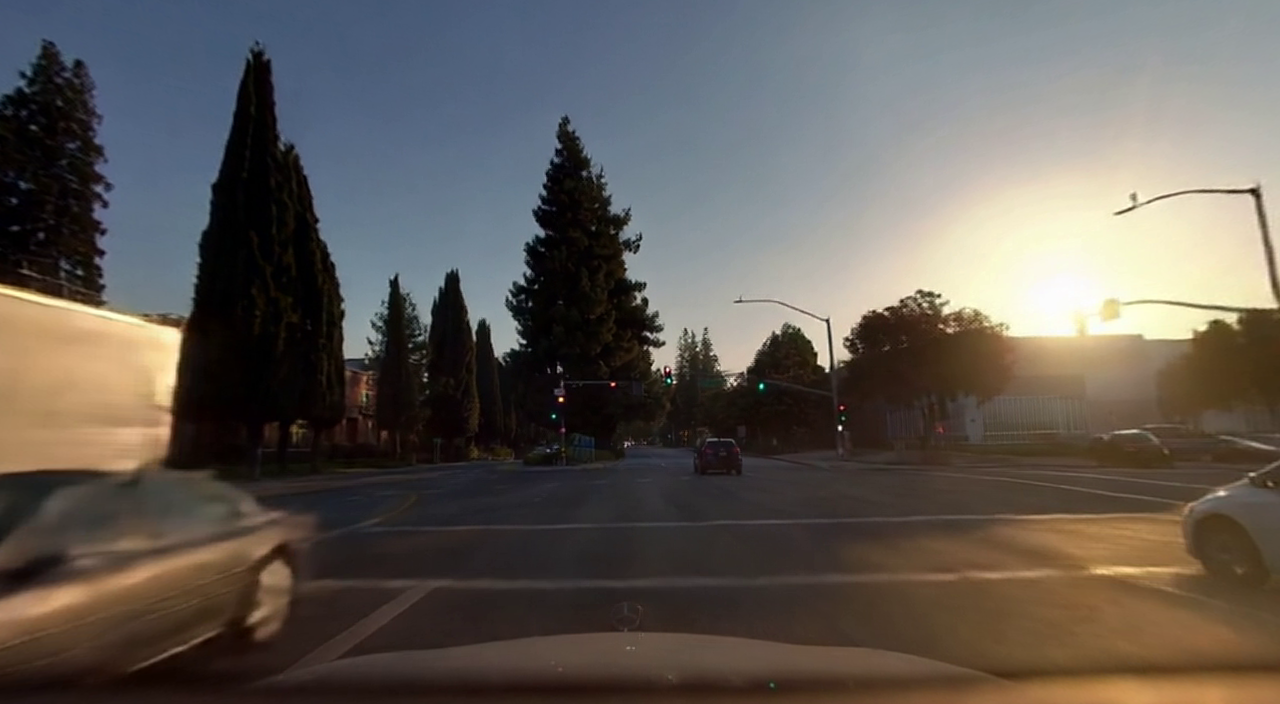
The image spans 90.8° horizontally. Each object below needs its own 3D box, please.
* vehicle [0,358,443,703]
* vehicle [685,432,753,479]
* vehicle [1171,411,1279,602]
[{"bbox_3d":[-3.511,1.192,4.675,2.012,1.653,6.295,0,-9,1],"label":"vehicle"},{"bbox_3d":[3.217,4.334,26.718,2.095,1.759,4.862,0,-9,-2],"label":"vehicle"},{"bbox_3d":[6.472,1.146,4.275,2.000,1.618,4.238,0,-9,-1],"label":"vehicle"}]
